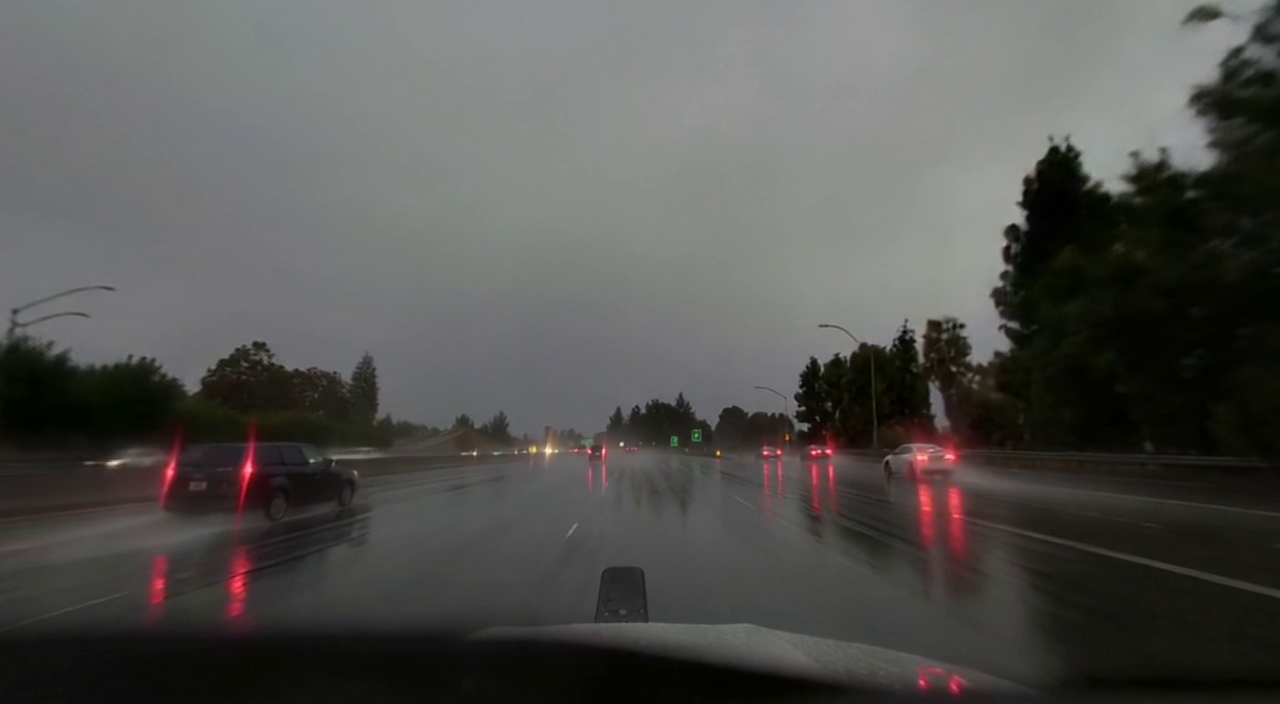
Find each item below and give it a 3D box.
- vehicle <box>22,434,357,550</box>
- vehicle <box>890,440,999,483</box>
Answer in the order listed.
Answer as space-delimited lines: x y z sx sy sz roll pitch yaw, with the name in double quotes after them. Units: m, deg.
-6.820 2.128 10.429 2.038 1.463 4.656 0 -8 1 "vehicle"
11.928 4.309 25.183 2.201 1.535 4.735 0 -8 3 "vehicle"
